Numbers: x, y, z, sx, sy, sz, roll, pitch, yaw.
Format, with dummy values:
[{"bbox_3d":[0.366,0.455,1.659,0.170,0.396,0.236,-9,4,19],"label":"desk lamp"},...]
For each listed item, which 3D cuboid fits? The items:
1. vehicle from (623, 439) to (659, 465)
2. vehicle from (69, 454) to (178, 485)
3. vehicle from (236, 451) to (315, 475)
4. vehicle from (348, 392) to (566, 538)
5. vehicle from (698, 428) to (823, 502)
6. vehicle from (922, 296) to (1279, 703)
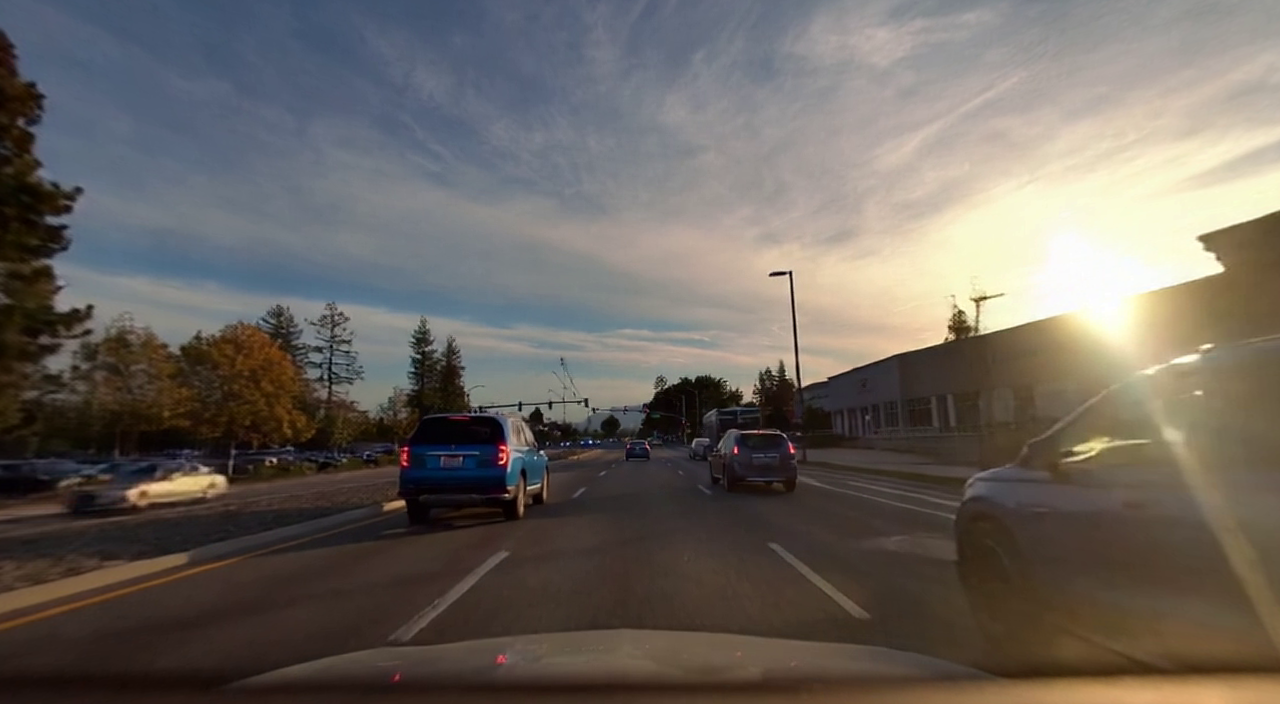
[{"bbox_3d":[0.017,5.932,37.546,2.008,1.464,4.052,0,-8,-1],"label":"vehicle"},{"bbox_3d":[-28.826,6.537,35.366,4.441,1.625,1.916,-1,-8,3],"label":"vehicle"},{"bbox_3d":[-28.030,8.562,48.721,4.862,1.478,2.057,-4,-9,-2],"label":"vehicle"},{"bbox_3d":[-2.902,1.987,11.656,2.368,2.037,5.319,0,-8,0],"label":"vehicle"},{"bbox_3d":[2.843,2.810,16.152,2.174,1.596,4.779,0,-8,-1],"label":"vehicle"},{"bbox_3d":[2.849,0.703,1.798,2.018,1.719,4.369,0,-8,-1],"label":"vehicle"}]
